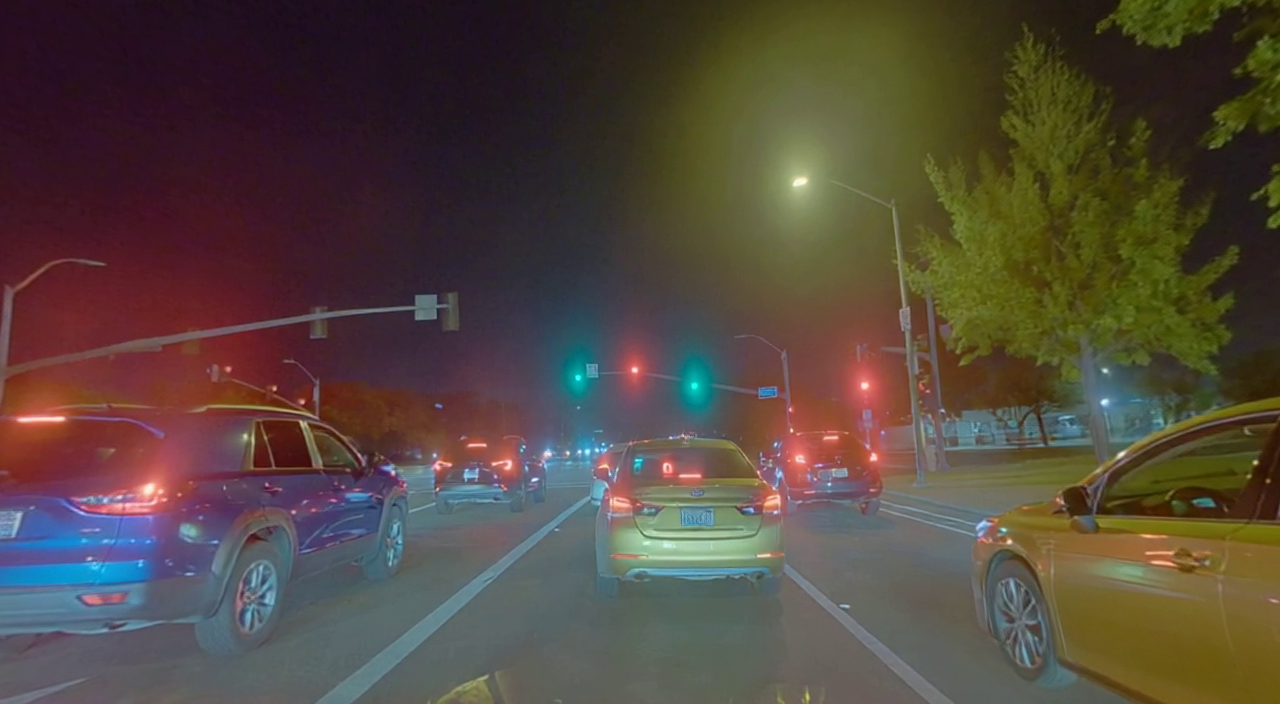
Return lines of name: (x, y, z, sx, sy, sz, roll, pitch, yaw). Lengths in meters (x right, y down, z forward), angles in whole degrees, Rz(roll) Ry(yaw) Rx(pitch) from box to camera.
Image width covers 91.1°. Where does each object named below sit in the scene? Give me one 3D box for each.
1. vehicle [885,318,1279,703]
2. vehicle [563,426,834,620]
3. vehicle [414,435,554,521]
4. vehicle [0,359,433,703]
vehicle: (3.046, 0.919, 3.049, 1.880, 1.747, 4.500, 0, -8, 0)
vehicle: (0.438, 1.598, 6.798, 2.051, 1.460, 3.932, 0, -8, 0)
vehicle: (-3.074, 2.567, 13.311, 1.868, 1.516, 4.114, 0, -8, 1)
vehicle: (-3.467, 1.227, 5.287, 1.889, 1.767, 4.289, 0, -8, 1)
